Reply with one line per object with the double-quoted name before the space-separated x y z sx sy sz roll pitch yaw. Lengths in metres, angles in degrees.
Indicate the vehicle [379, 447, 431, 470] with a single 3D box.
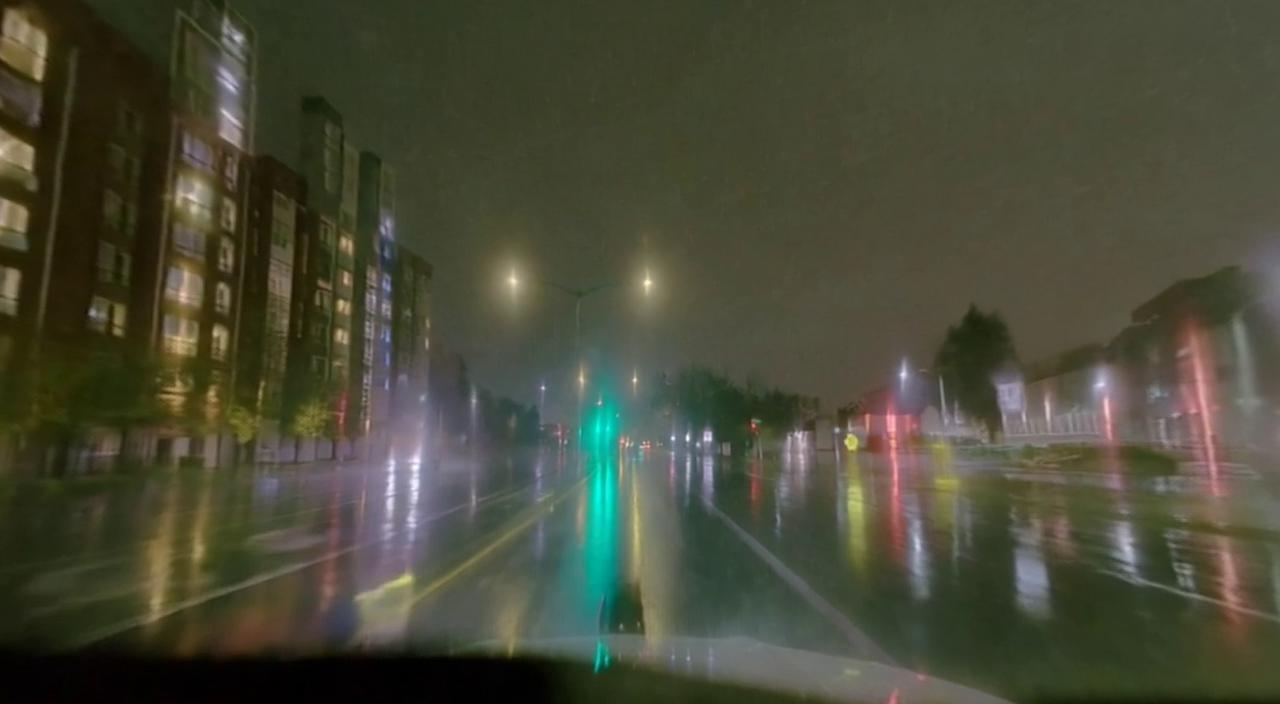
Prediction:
"vehicle" -16.126 7.289 43.589 1.908 1.492 4.285 0 -9 1
